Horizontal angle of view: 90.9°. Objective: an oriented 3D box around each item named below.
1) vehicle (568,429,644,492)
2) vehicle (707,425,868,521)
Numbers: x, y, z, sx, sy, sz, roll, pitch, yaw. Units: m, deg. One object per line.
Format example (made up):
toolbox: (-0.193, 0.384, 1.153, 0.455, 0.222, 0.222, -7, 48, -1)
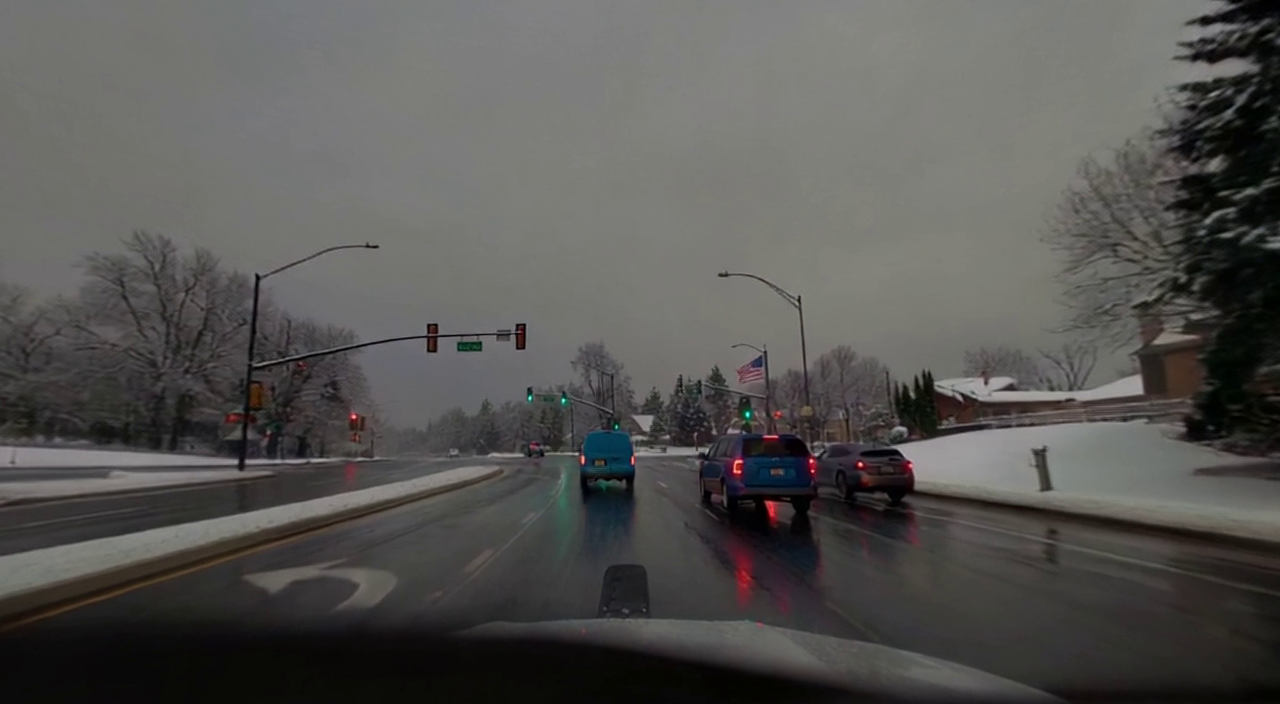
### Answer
vehicle: (-1.241, 3.515, 20.761, 2.185, 1.822, 4.583, 1, -9, -7)
vehicle: (2.909, 2.517, 13.654, 2.024, 1.686, 4.588, 0, -9, -5)
